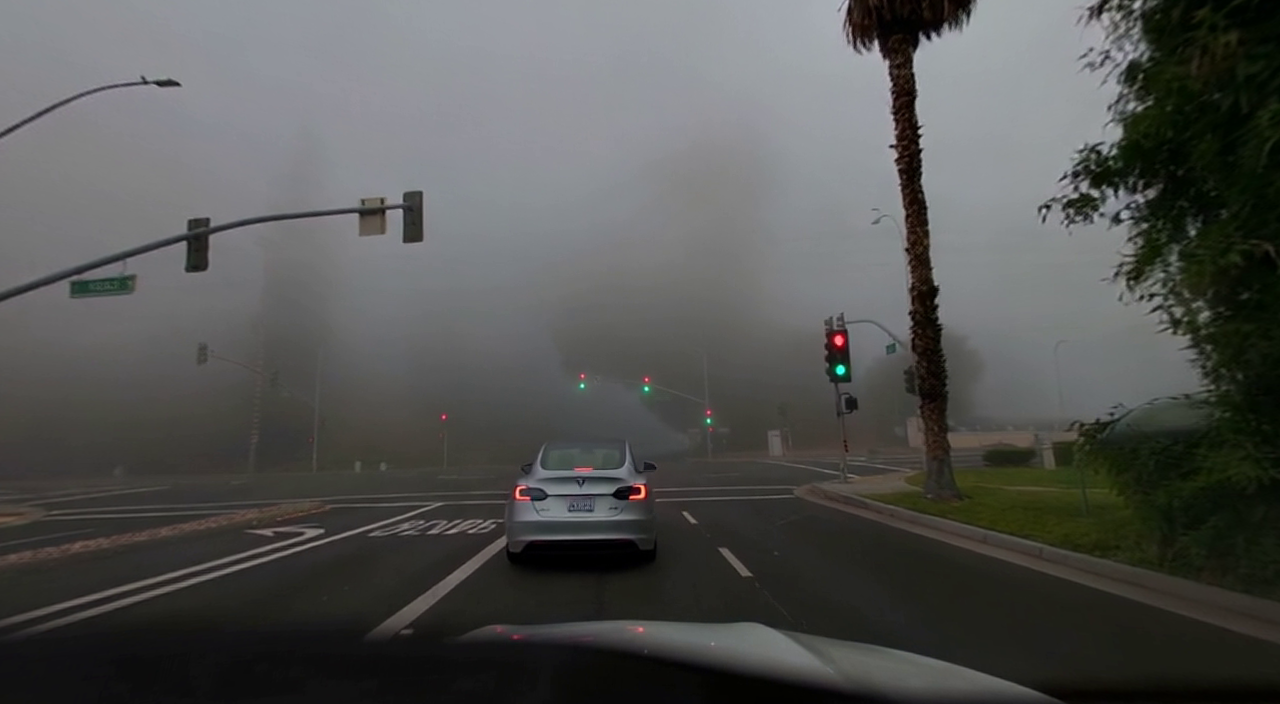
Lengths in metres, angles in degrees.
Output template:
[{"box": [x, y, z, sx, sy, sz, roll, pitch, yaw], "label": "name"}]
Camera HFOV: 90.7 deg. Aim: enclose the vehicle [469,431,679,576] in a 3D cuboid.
[{"box": [-0.723, 1.884, 8.719, 2.152, 1.478, 4.229, 0, -8, -1], "label": "vehicle"}]
